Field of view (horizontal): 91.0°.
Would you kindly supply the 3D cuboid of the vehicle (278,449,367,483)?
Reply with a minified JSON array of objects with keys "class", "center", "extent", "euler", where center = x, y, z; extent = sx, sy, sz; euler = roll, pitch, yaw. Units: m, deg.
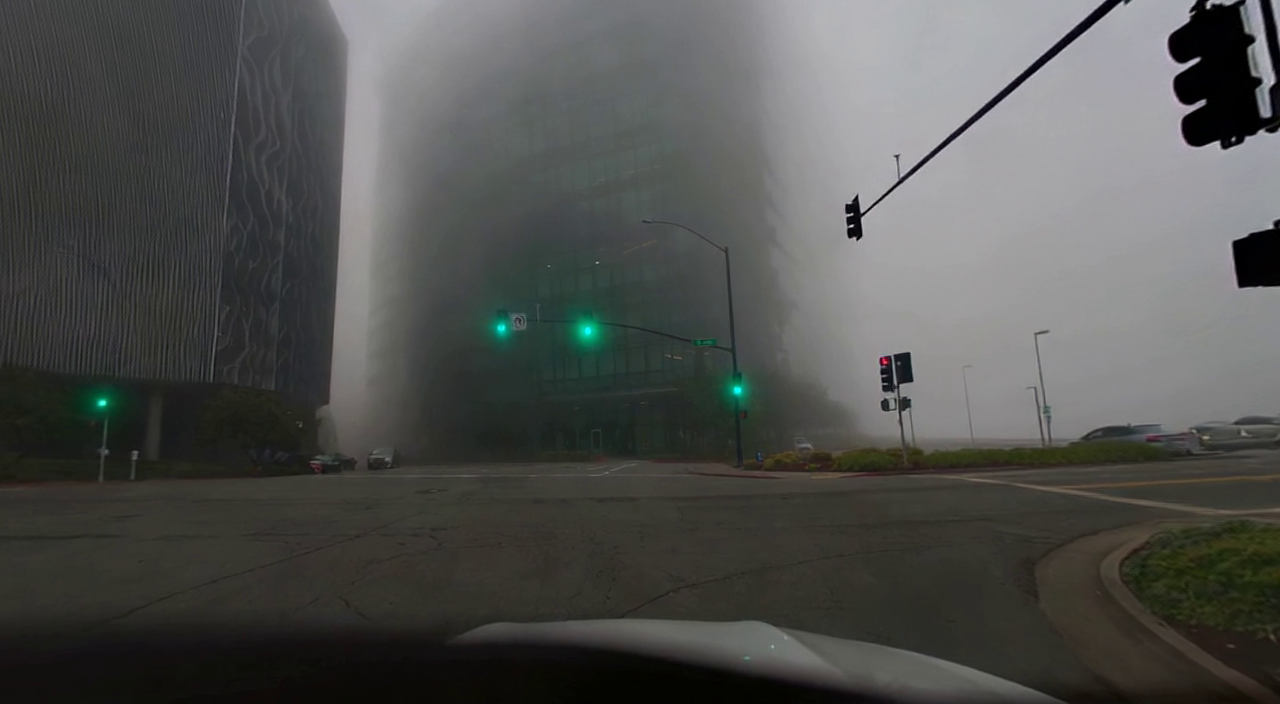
[{"class":"vehicle","center":[-14.808,5.309,29.653],"extent":[1.790,1.437,4.349],"euler":[0,-9,2]}]

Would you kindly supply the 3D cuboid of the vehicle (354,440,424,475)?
[{"class":"vehicle","center":[-14.895,6.305,37.741],"extent":[2.091,1.915,5.040],"euler":[0,-9,0]}]

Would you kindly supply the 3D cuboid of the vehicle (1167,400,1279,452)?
[{"class":"vehicle","center":[24.405,3.024,25.186],"extent":[2.109,1.836,5.080],"euler":[-2,-10,0]}]

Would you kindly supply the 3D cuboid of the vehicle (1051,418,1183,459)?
[{"class":"vehicle","center":[19.071,3.519,25.493],"extent":[1.834,1.480,4.458],"euler":[0,-9,-1]}]

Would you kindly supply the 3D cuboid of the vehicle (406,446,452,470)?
[{"class":"vehicle","center":[-15.135,7.606,45.364],"extent":[1.932,1.605,4.146],"euler":[1,-9,-1]}]
